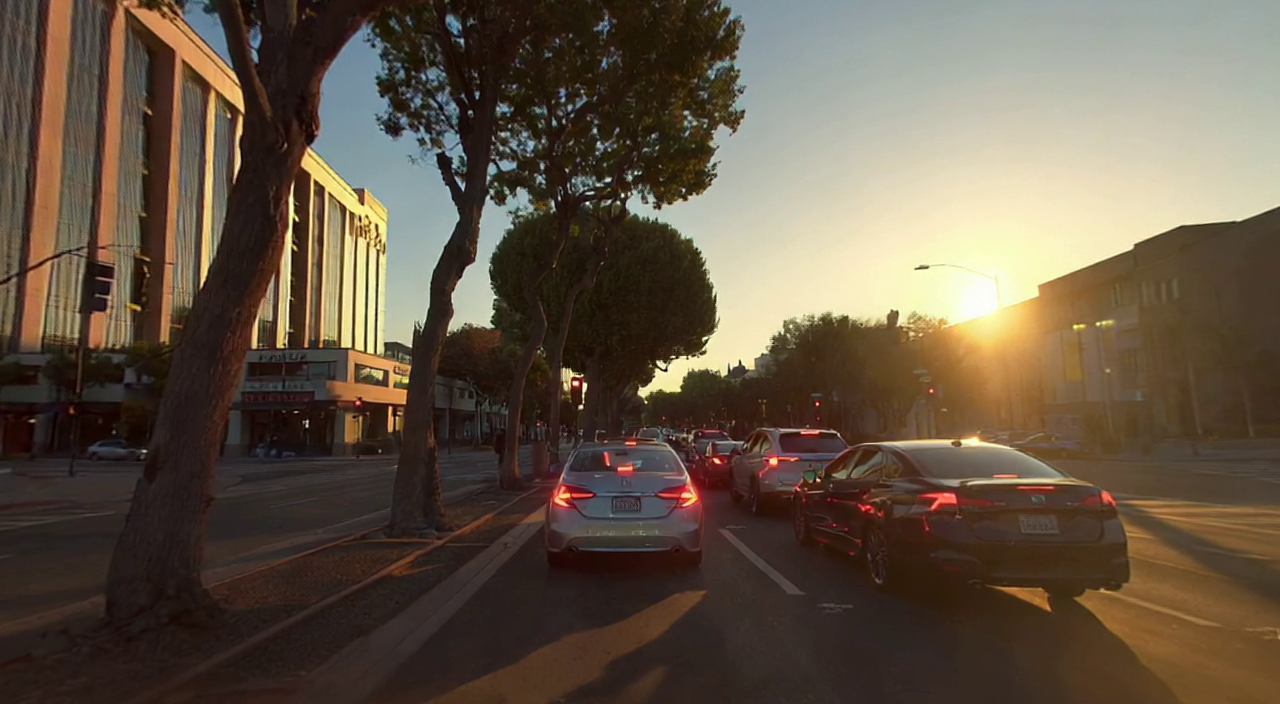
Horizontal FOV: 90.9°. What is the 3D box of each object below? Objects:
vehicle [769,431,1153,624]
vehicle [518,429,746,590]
[{"bbox_3d":[2.907,1.654,7.002,1.893,1.446,4.270,0,-8,-2],"label":"vehicle"},{"bbox_3d":[-0.090,1.757,7.928,2.087,1.456,4.143,0,-8,0],"label":"vehicle"}]
